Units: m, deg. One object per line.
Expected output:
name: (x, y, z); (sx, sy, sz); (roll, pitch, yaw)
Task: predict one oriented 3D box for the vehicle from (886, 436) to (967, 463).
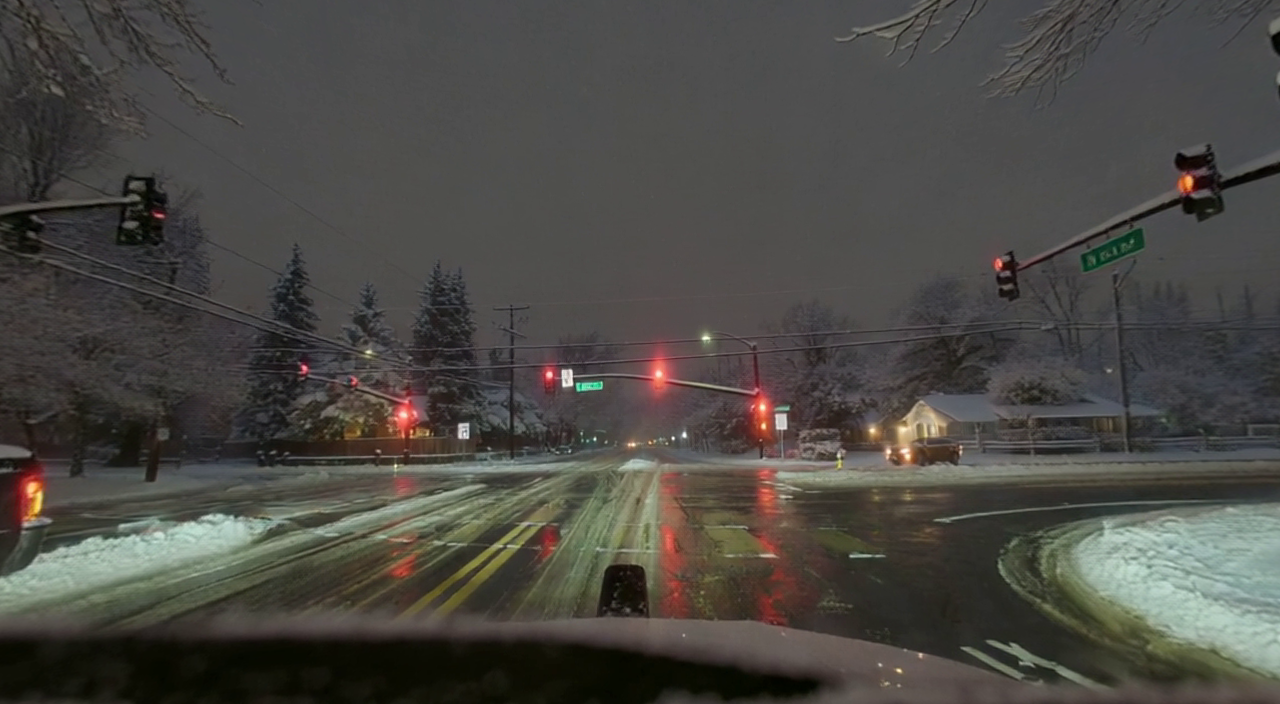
vehicle: (16.109, 5.506, 35.586); (3.952, 1.468, 1.768); (-4, -9, 22)
